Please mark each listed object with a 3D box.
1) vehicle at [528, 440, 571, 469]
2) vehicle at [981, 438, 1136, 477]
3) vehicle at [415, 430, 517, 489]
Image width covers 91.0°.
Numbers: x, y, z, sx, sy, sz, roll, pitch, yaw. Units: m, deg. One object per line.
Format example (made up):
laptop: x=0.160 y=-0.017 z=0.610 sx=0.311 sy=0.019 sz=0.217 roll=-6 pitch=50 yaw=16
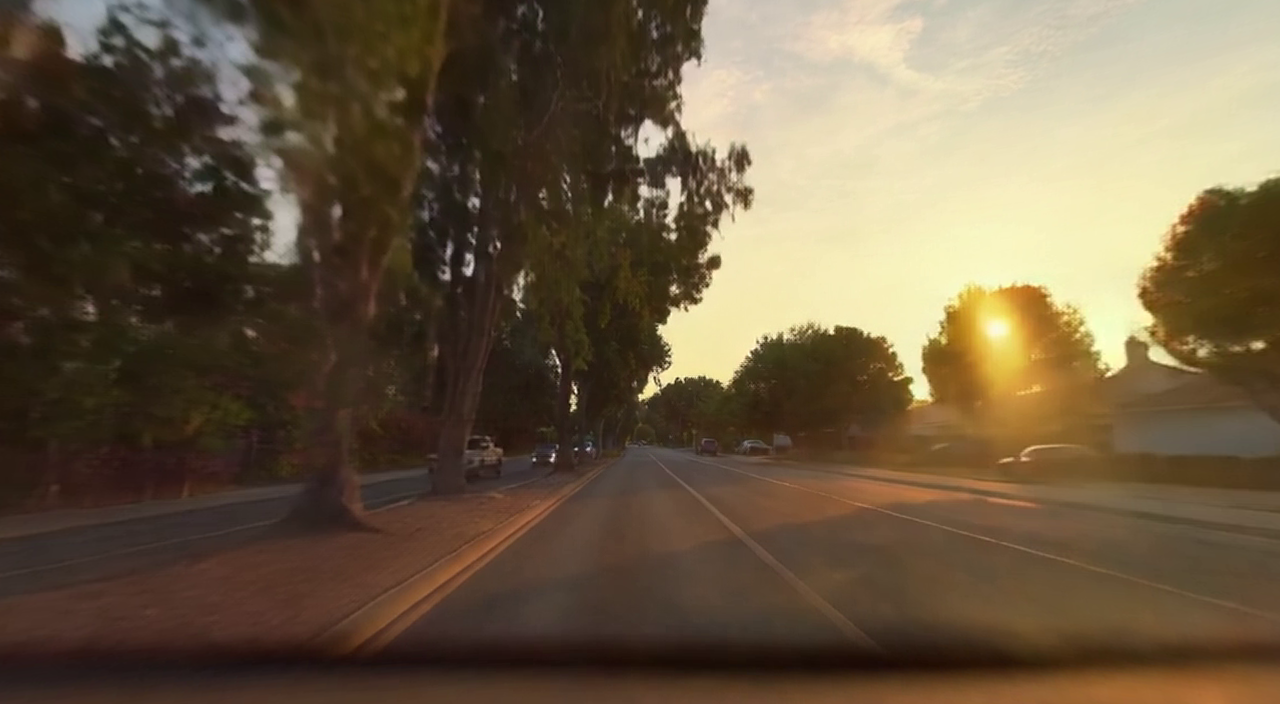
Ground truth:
vehicle: x=-5.313 y=6.042 z=37.329 sx=1.935 sy=1.521 sz=4.314 roll=-1 pitch=-8 yaw=0
vehicle: x=15.541 y=3.928 z=23.544 sx=4.500 sy=1.390 sz=1.864 roll=0 pitch=-8 yaw=-2
vehicle: x=-5.989 y=3.754 z=22.324 sx=2.071 sy=1.823 sz=4.799 roll=-1 pitch=-8 yaw=2
